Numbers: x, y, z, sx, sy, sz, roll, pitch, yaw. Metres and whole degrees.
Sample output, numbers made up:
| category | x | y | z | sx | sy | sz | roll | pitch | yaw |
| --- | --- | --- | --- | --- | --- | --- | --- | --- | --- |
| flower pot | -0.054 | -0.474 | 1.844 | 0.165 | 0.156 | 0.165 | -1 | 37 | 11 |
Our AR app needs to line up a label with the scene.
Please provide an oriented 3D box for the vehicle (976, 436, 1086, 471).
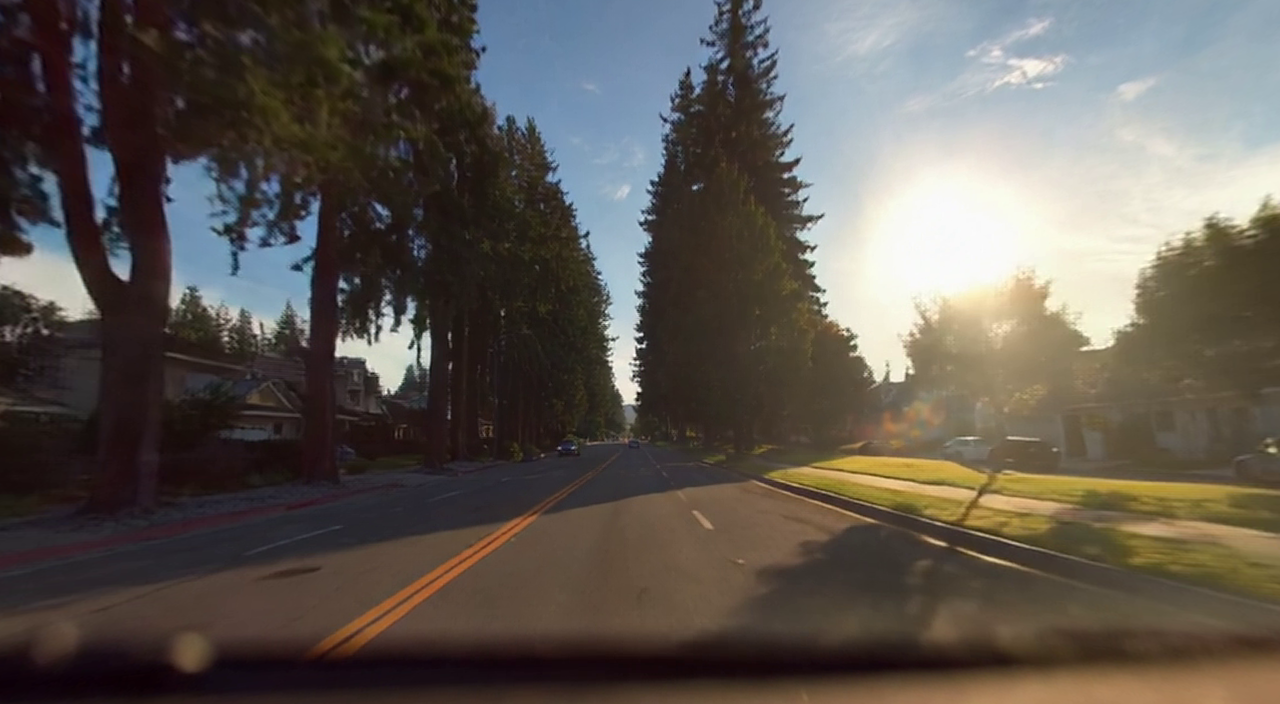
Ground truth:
| category | x | y | z | sx | sy | sz | roll | pitch | yaw |
| --- | --- | --- | --- | --- | --- | --- | --- | --- | --- |
| vehicle | 17.911 | 4.667 | 29.289 | 1.813 | 1.464 | 4.925 | 1 | -8 | -2 |

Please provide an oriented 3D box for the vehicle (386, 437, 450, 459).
| category | x | y | z | sx | sy | sz | roll | pitch | yaw |
| --- | --- | --- | --- | --- | --- | --- | --- | --- | --- |
| vehicle | -16.991 | 7.315 | 48.470 | 4.045 | 1.622 | 1.983 | 0 | -8 | 3 |

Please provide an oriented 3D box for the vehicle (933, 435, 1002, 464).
| category | x | y | z | sx | sy | sz | roll | pitch | yaw |
| --- | --- | --- | --- | --- | --- | --- | --- | --- | --- |
| vehicle | 18.298 | 5.464 | 35.526 | 1.755 | 1.521 | 3.968 | 0 | -8 | 0 |
